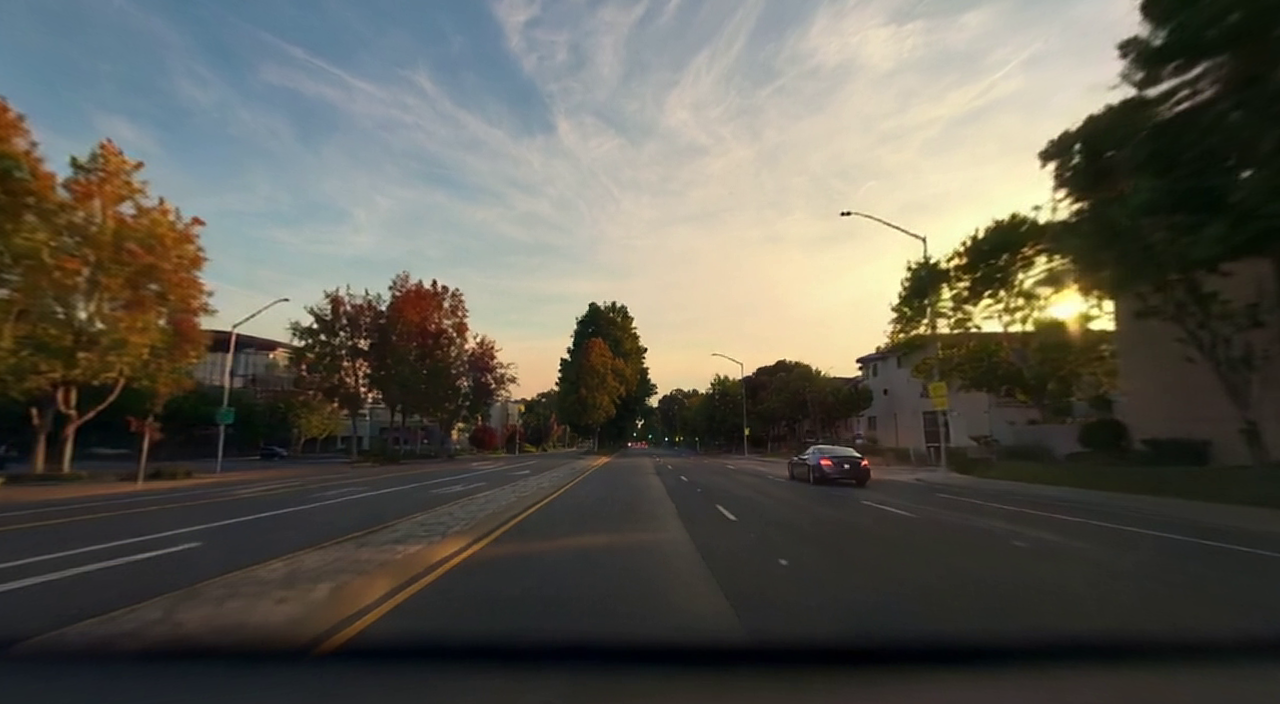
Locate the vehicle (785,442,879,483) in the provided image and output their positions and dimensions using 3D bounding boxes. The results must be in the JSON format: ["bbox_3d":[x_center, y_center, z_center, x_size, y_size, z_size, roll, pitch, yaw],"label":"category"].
[{"bbox_3d":[7.174,4.157,24.037,2.054,1.421,4.487,0,-8,-1],"label":"vehicle"}]
